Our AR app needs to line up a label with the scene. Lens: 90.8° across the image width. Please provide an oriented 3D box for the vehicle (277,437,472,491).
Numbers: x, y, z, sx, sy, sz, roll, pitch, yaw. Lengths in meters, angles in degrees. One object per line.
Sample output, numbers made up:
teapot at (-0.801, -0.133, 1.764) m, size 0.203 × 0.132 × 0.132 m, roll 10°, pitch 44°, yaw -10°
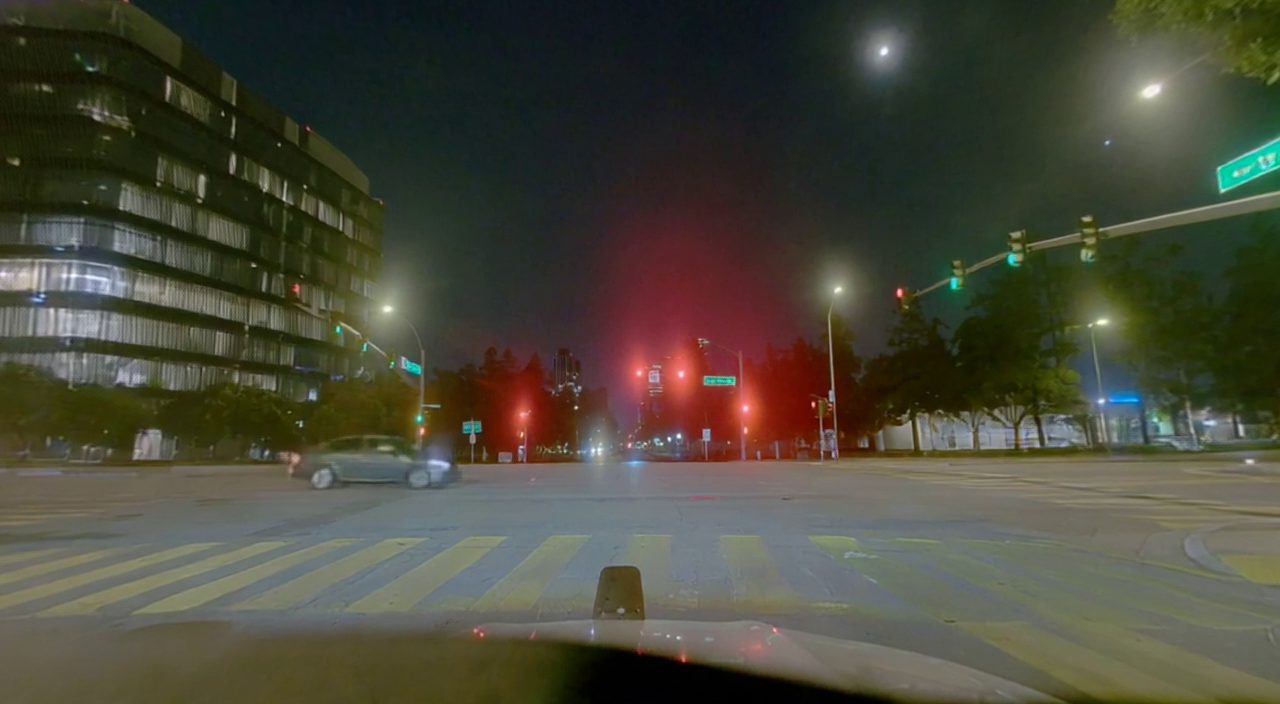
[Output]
vehicle at (-7.681, 3.281, 18.670) m, size 4.838 × 1.468 × 2.052 m, roll 0°, pitch -9°, yaw 1°
